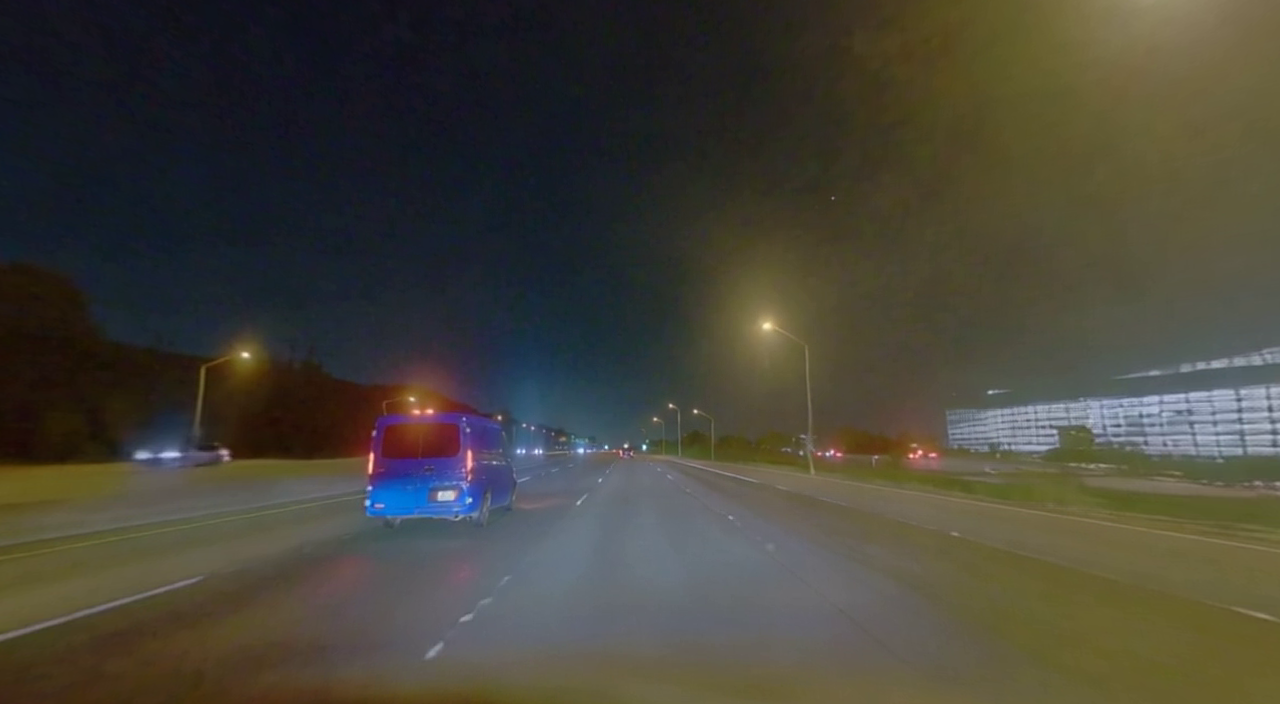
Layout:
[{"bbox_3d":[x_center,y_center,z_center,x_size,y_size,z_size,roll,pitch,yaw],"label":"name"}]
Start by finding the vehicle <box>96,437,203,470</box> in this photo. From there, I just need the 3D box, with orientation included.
[{"bbox_3d":[-24.140,5.005,31.303,1.764,1.495,4.428,0,-9,-1],"label":"vehicle"}]

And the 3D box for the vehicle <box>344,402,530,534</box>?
[{"bbox_3d":[-3.472,2.105,11.905,2.046,1.982,4.465,0,-9,-1],"label":"vehicle"}]
